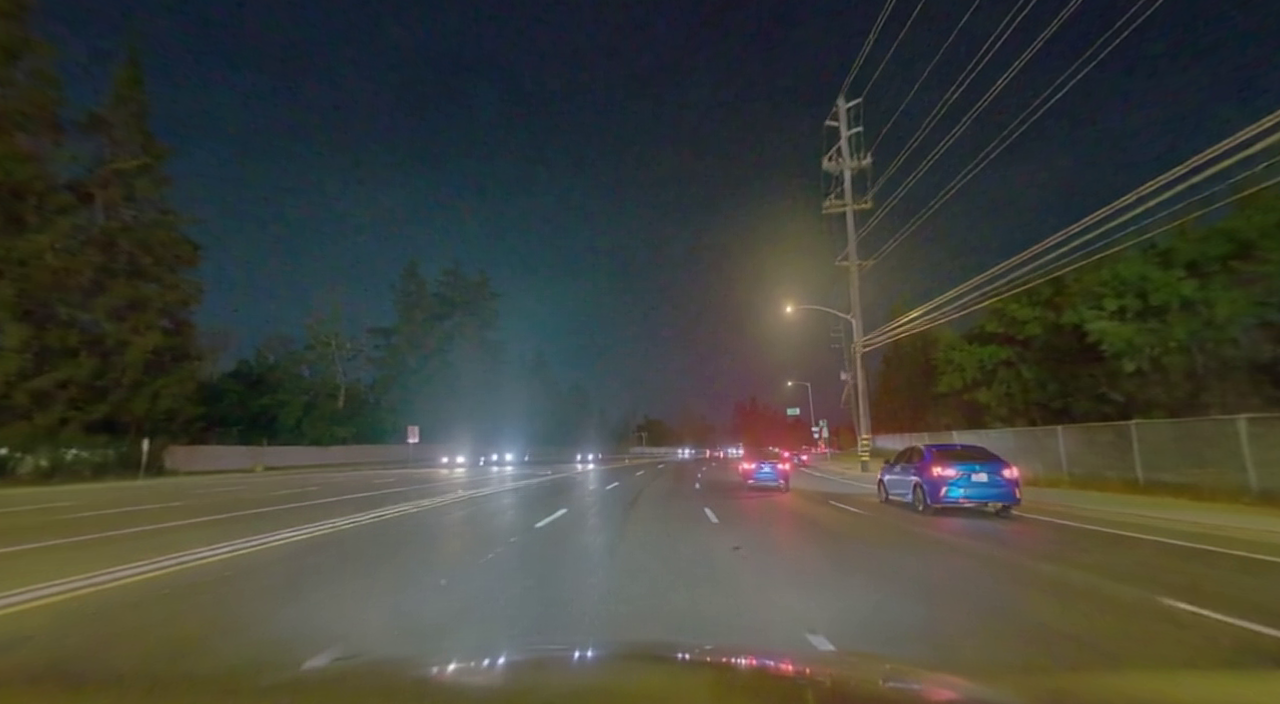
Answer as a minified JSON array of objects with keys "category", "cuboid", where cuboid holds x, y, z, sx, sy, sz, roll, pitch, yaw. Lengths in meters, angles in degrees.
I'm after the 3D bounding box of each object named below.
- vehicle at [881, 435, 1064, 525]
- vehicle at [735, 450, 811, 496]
[{"category":"vehicle","cuboid":[7.627,2.966,15.132,2.029,1.795,4.371,0,-9,1]},{"category":"vehicle","cuboid":[4.634,4.263,22.663,2.035,1.460,4.392,-1,-9,4]}]
